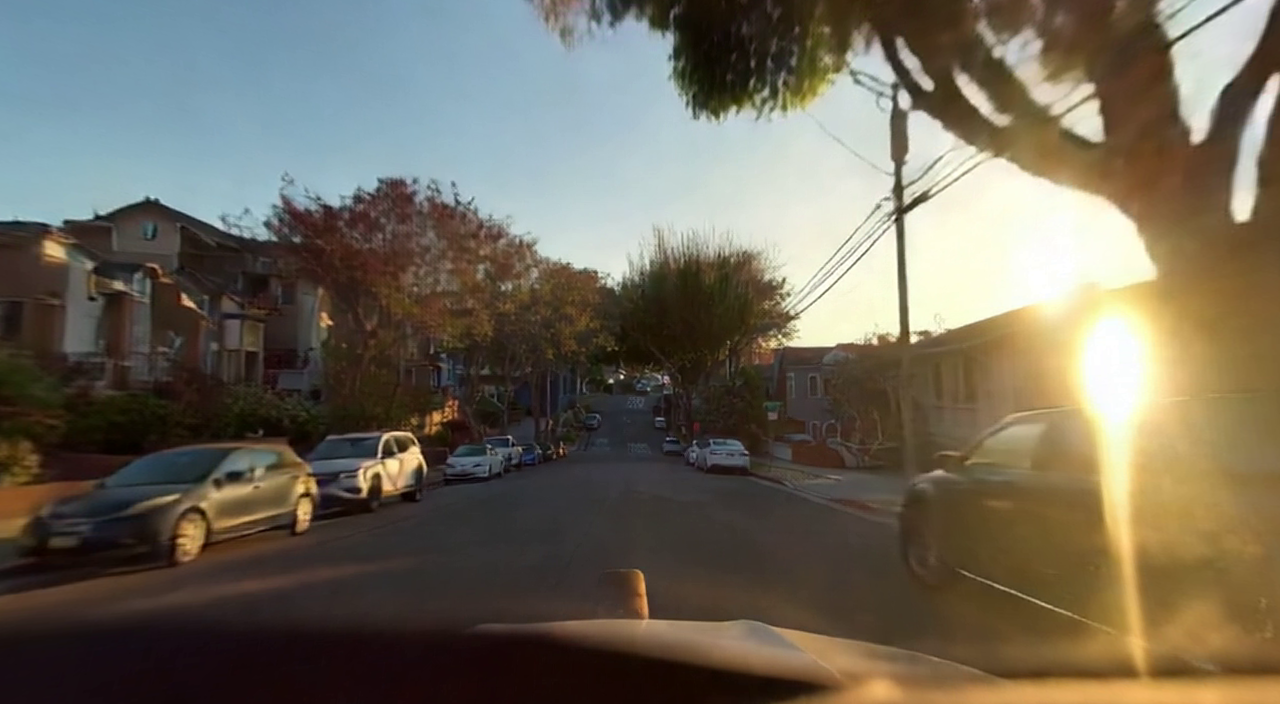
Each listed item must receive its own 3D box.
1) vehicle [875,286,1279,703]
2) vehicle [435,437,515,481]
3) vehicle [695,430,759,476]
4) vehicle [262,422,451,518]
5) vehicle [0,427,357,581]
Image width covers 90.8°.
[{"bbox_3d":[3.633,0.981,4.282,2.158,1.977,4.750,0,-8,-1],"label":"vehicle"},{"bbox_3d":[-5.984,3.921,23.451,2.003,1.489,4.051,0,-8,-2],"label":"vehicle"},{"bbox_3d":[3.545,4.191,26.526,1.952,1.738,4.518,0,-8,-1],"label":"vehicle"},{"bbox_3d":[-5.710,2.425,13.514,1.958,1.682,4.536,0,-8,-1],"label":"vehicle"},{"bbox_3d":[-5.795,1.814,8.475,1.998,1.485,4.476,0,-8,-1],"label":"vehicle"}]
